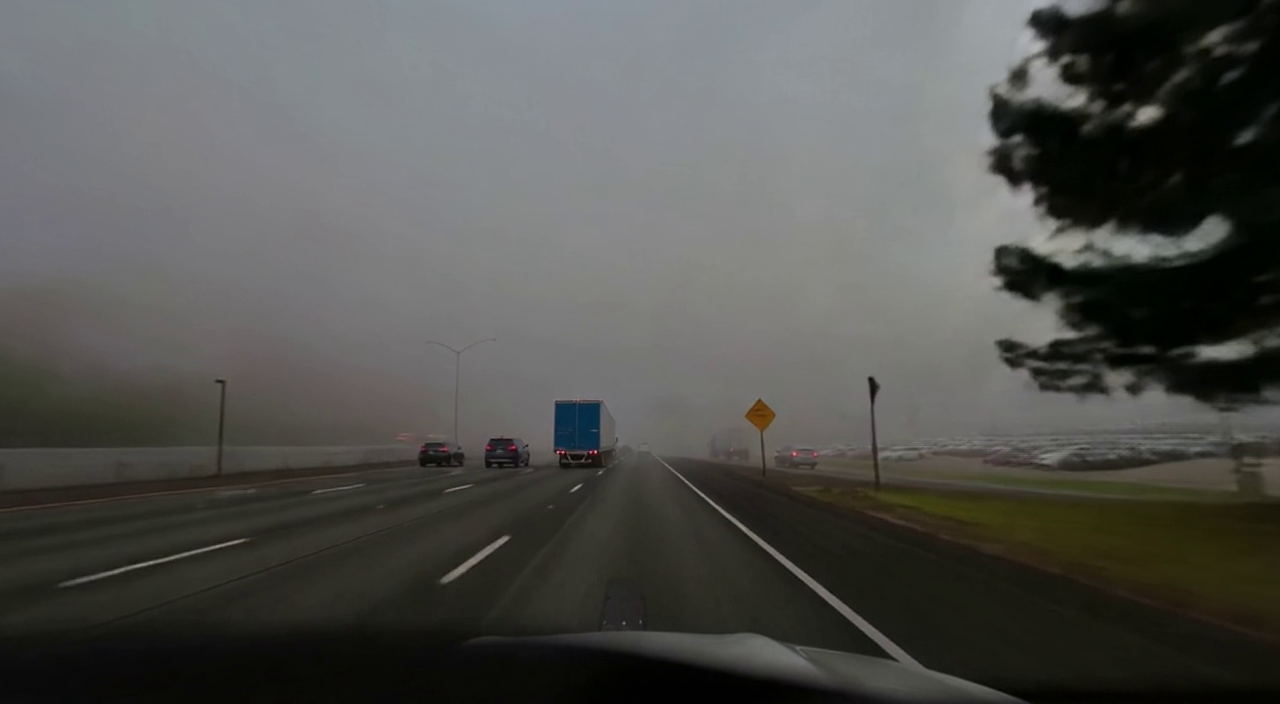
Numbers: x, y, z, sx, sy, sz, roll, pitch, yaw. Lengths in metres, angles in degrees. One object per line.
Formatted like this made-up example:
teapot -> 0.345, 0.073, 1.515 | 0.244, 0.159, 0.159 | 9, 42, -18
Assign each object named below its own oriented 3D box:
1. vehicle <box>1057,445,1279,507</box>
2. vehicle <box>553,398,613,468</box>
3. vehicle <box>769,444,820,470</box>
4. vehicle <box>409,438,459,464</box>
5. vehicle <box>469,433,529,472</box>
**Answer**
vehicle -> 14.767, 3.416, 17.997 | 2.022, 1.505, 4.786 | 1, -8, -8
vehicle -> -3.604, 5.656, 43.243 | 2.905, 4.037, 12.921 | 0, -8, 0
vehicle -> 10.662, 7.272, 43.974 | 2.083, 1.706, 4.129 | 1, -8, -7
vehicle -> -14.430, 6.955, 44.437 | 1.997, 1.695, 4.492 | 0, -8, 1
vehicle -> -7.199, 5.191, 32.718 | 2.058, 1.840, 4.443 | 0, -8, 1
